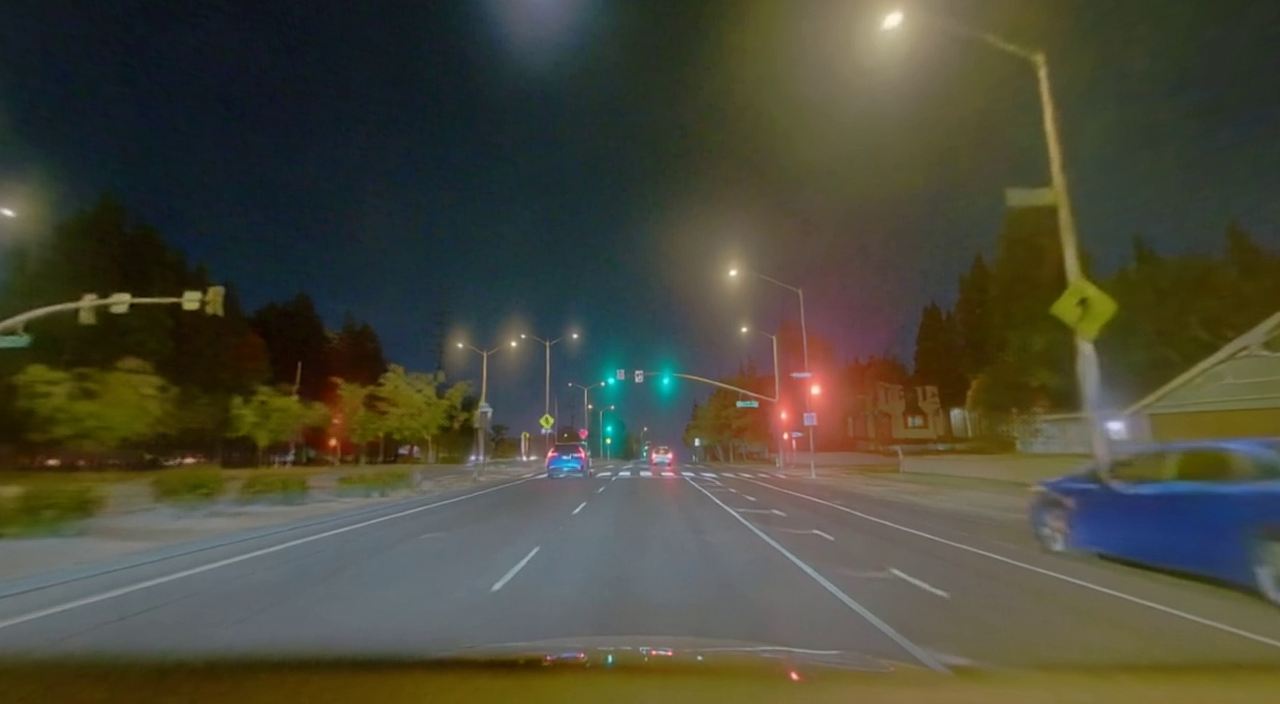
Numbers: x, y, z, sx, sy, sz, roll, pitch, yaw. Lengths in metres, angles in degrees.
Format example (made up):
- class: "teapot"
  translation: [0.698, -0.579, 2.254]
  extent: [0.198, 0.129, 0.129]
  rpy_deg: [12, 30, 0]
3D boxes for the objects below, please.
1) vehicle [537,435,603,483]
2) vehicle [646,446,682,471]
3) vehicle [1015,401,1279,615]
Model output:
- class: "vehicle"
  translation: [-2.830, 4.427, 26.375]
  extent: [2.150, 1.812, 4.423]
  rpy_deg: [0, -8, 1]
- class: "vehicle"
  translation: [1.505, 6.889, 40.997]
  extent: [2.075, 1.480, 3.920]
  rpy_deg: [0, -9, -1]
- class: "vehicle"
  translation: [6.102, 1.373, 5.902]
  extent: [2.038, 1.687, 4.985]
  rpy_deg: [0, -9, -1]
